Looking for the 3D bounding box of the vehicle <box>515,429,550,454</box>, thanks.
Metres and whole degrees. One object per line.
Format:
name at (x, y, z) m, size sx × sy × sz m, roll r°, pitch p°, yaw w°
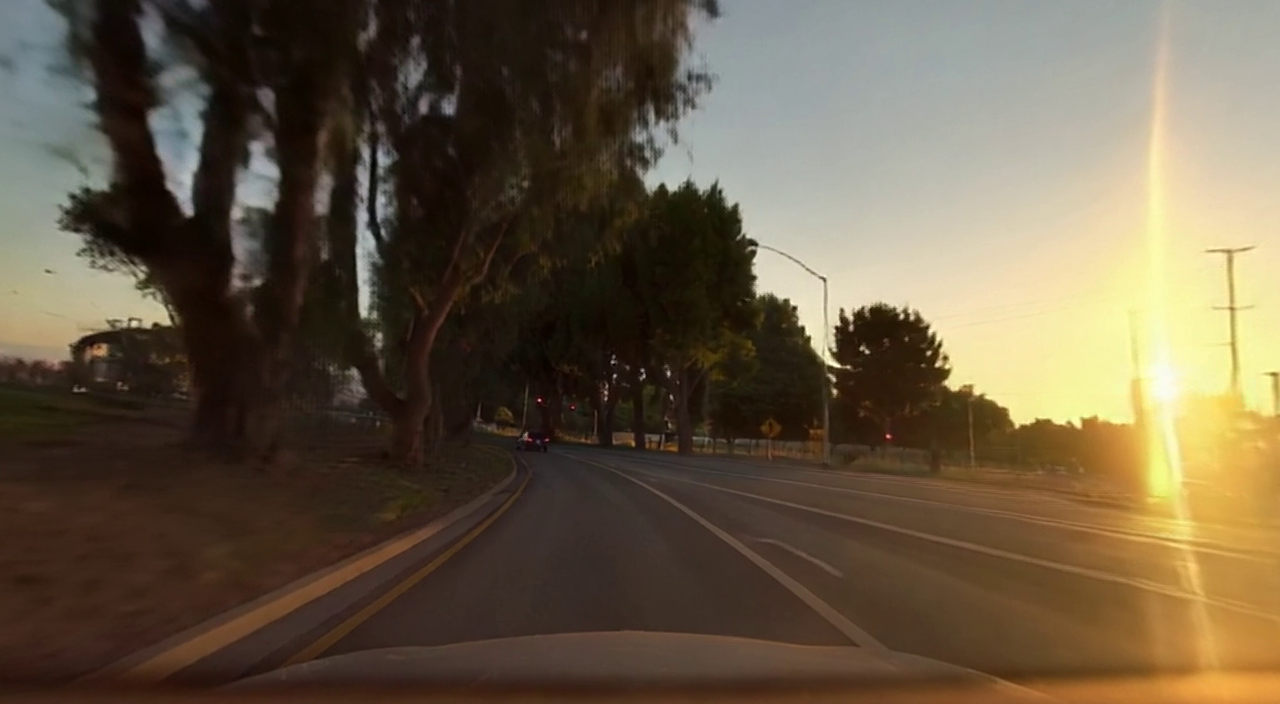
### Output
vehicle at (-7.803, 6.475, 45.349) m, size 1.947 × 1.729 × 4.051 m, roll 3°, pitch -9°, yaw -17°
